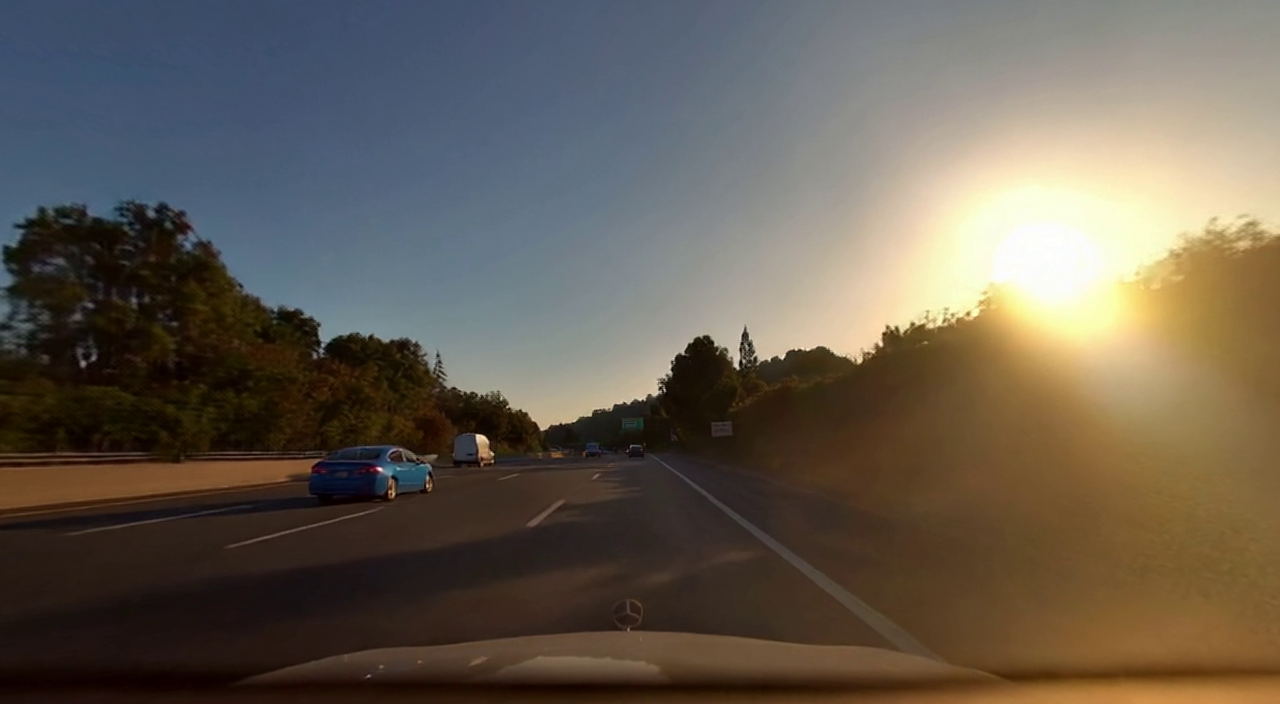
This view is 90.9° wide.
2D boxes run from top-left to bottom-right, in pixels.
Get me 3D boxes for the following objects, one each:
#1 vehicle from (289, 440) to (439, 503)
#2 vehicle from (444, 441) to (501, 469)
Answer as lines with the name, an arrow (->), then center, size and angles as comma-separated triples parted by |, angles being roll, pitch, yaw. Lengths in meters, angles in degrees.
vehicle -> -7.346, 3.194, 17.448 | 1.981, 1.486, 4.735 | 0, -8, 1
vehicle -> -10.987, 6.771, 41.841 | 2.249, 1.735, 5.018 | 0, -8, 2
